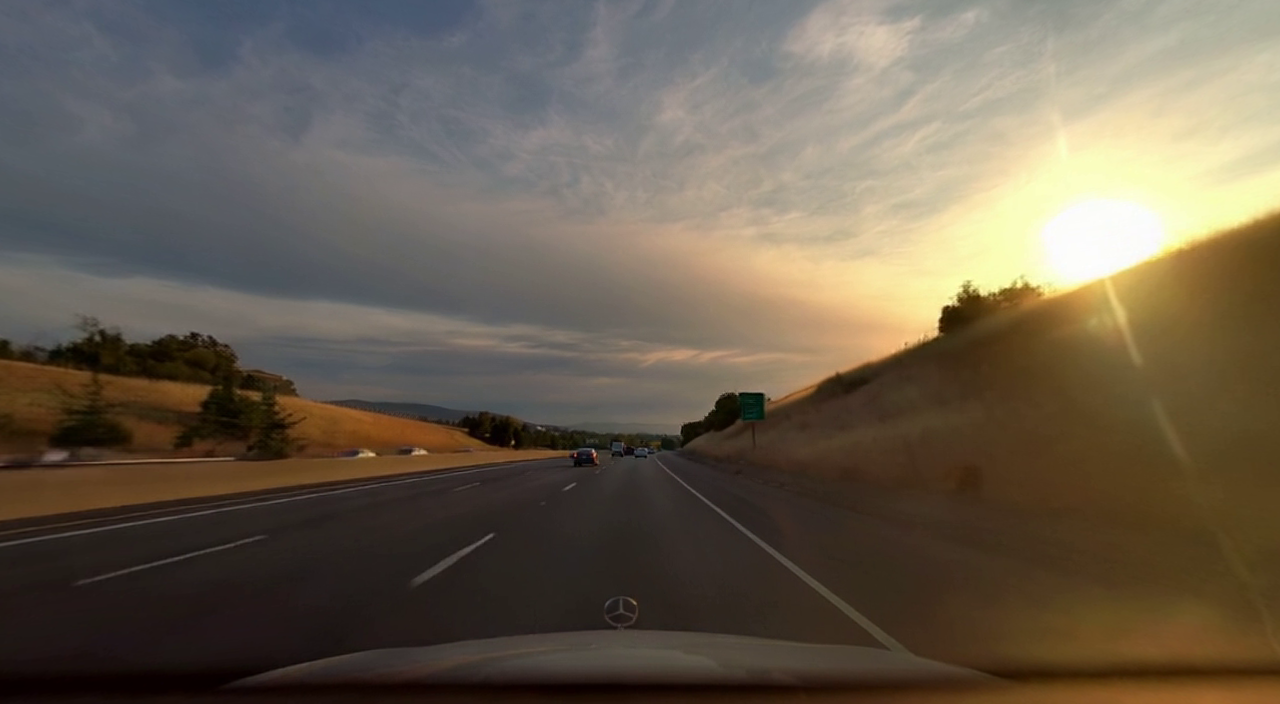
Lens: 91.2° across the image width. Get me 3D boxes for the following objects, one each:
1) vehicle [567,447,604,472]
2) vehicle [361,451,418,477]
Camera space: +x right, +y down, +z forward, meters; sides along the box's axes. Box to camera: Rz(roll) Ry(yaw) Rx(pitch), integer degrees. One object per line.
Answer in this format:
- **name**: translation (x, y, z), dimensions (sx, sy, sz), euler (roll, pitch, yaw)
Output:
- **vehicle**: translation (-3.342, 6.662, 38.973), dimensions (1.895, 1.482, 3.852), euler (0, -9, 1)
- **vehicle**: translation (-15.224, 6.821, 38.365), dimensions (1.827, 1.490, 3.910), euler (0, -9, 1)
